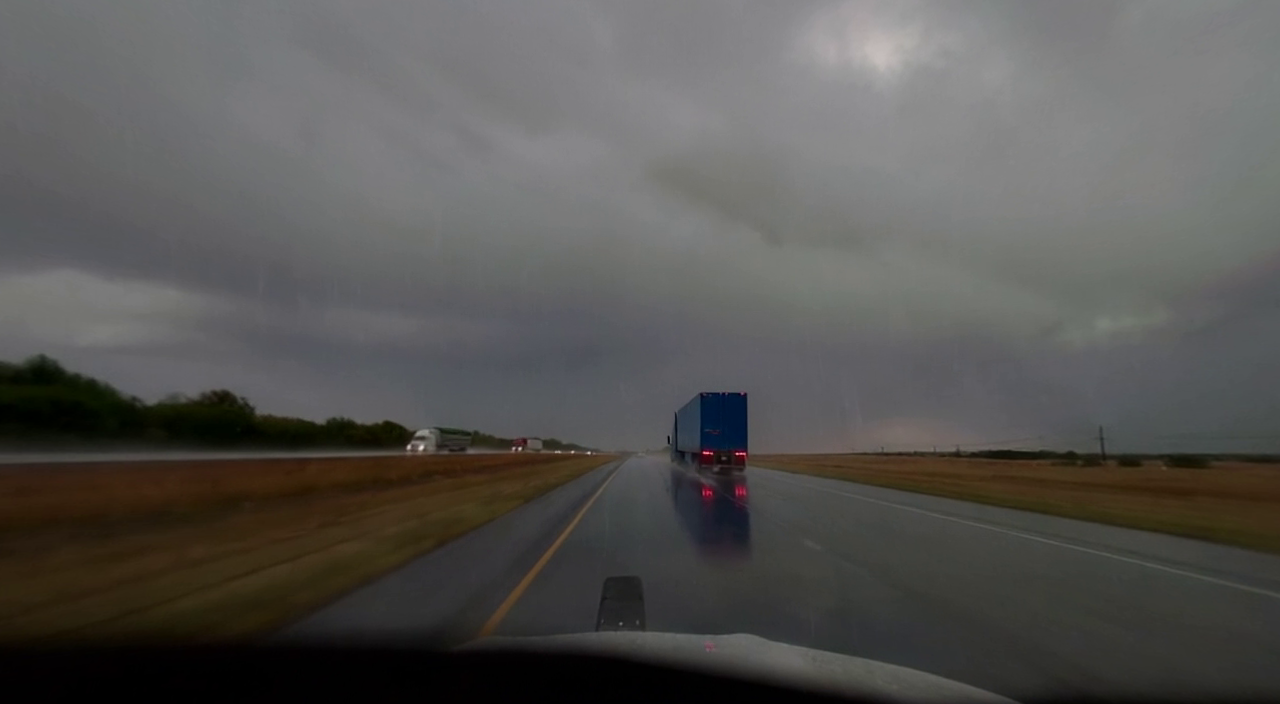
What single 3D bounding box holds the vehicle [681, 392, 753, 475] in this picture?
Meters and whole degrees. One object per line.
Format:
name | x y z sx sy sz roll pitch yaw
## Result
vehicle | 4.321 5.114 38.567 2.818 4.206 12.987 0 -9 0
